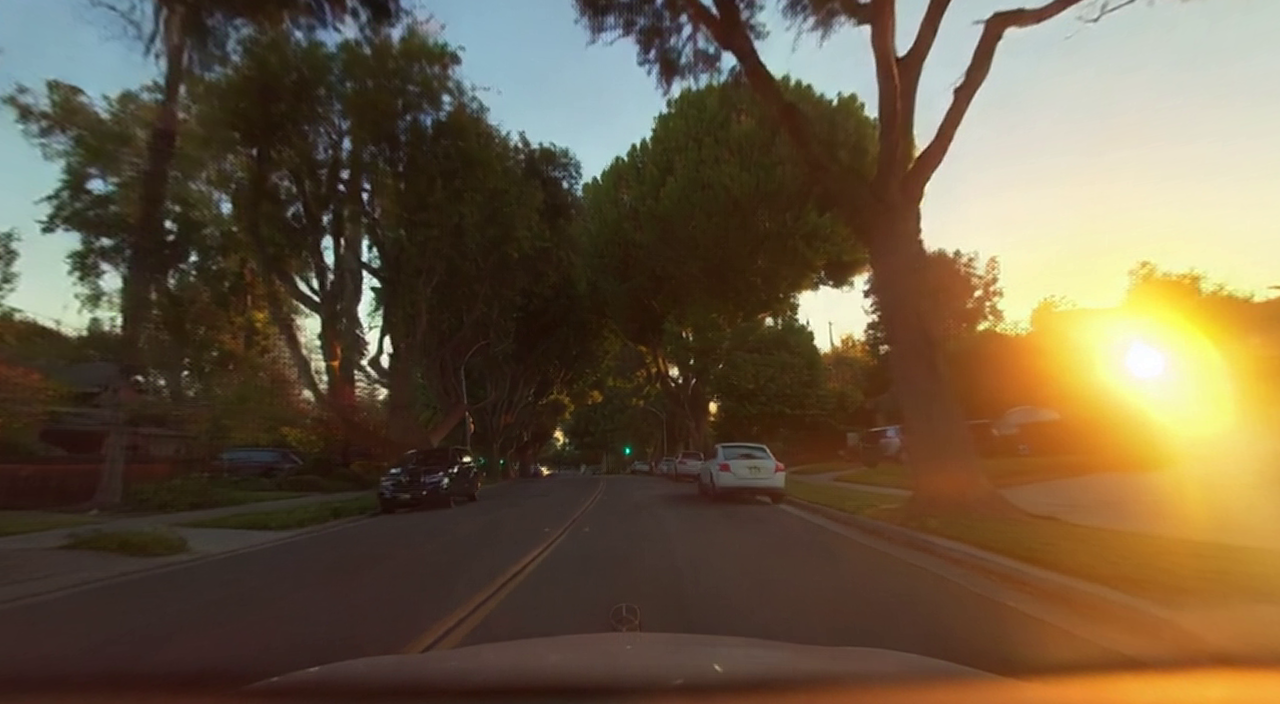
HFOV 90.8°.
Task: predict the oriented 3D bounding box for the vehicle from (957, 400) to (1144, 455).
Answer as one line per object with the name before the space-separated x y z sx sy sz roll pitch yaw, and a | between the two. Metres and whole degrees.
vehicle | 13.272 2.542 20.772 4.639 1.634 2.005 -3 -10 15

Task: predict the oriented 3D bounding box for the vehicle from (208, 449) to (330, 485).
vehicle | -16.290 5.021 27.784 4.527 1.466 1.880 -3 -9 14

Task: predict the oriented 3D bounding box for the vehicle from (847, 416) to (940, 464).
vehicle | 10.924 3.769 27.021 2.100 1.857 4.611 -8 -11 42

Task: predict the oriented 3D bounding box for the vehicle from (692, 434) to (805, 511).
vehicle | 2.820 3.281 17.719 2.229 1.826 4.611 0 -8 -1

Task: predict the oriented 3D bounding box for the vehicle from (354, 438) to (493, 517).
vehicle | -5.536 3.208 16.923 2.155 1.729 4.799 -1 -7 -2
